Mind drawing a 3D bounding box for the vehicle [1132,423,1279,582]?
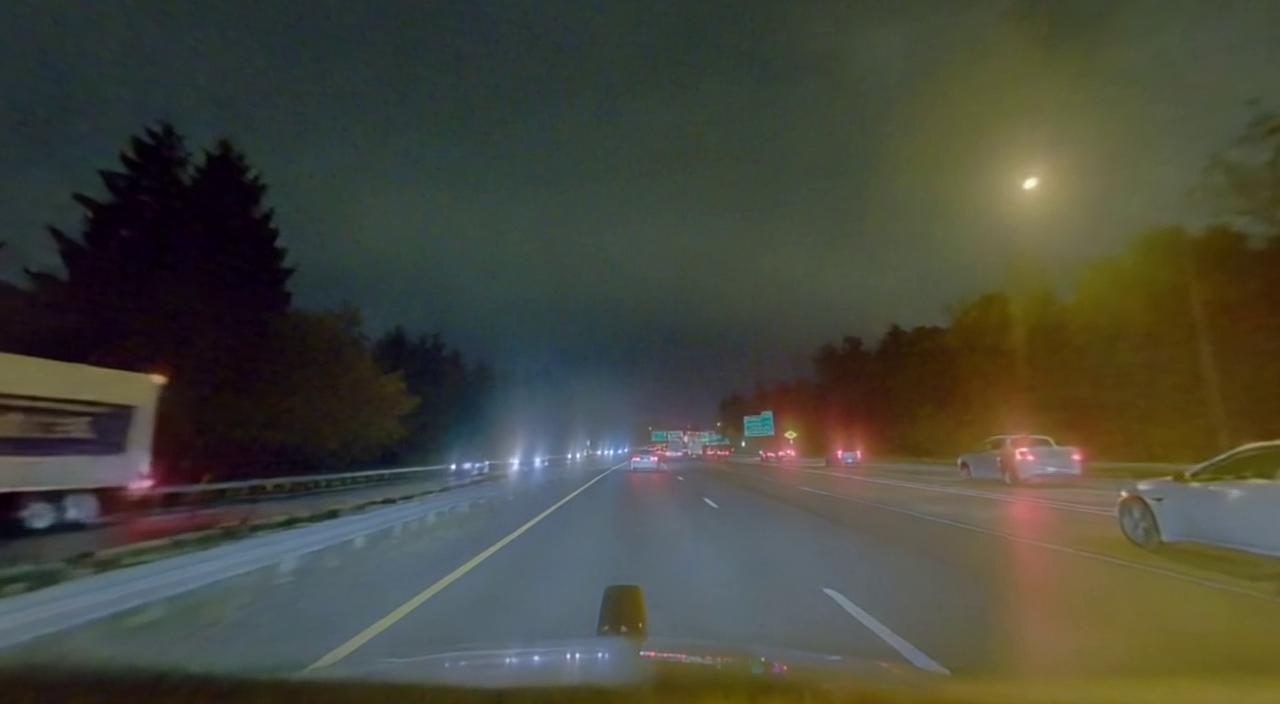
[{"bbox_3d":[7.117,1.338,5.412,1.977,1.502,4.670,0,-9,0],"label":"vehicle"}]

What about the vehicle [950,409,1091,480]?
[{"bbox_3d":[14.596,3.627,24.683,2.115,2.446,5.323,0,-9,0],"label":"vehicle"}]

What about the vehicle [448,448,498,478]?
[{"bbox_3d":[-11.465,7.665,43.653,2.030,1.920,4.938,0,-9,1],"label":"vehicle"}]

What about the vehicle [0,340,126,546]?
[{"bbox_3d":[-15.190,1.280,9.152,3.413,4.286,14.339,0,-9,0],"label":"vehicle"}]

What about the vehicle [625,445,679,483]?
[{"bbox_3d":[0.487,4.844,27.525,2.177,1.520,4.278,0,-9,0],"label":"vehicle"}]

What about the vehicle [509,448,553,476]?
[{"bbox_3d":[-6.874,6.986,40.149,1.962,1.631,4.070,0,-9,1],"label":"vehicle"}]
